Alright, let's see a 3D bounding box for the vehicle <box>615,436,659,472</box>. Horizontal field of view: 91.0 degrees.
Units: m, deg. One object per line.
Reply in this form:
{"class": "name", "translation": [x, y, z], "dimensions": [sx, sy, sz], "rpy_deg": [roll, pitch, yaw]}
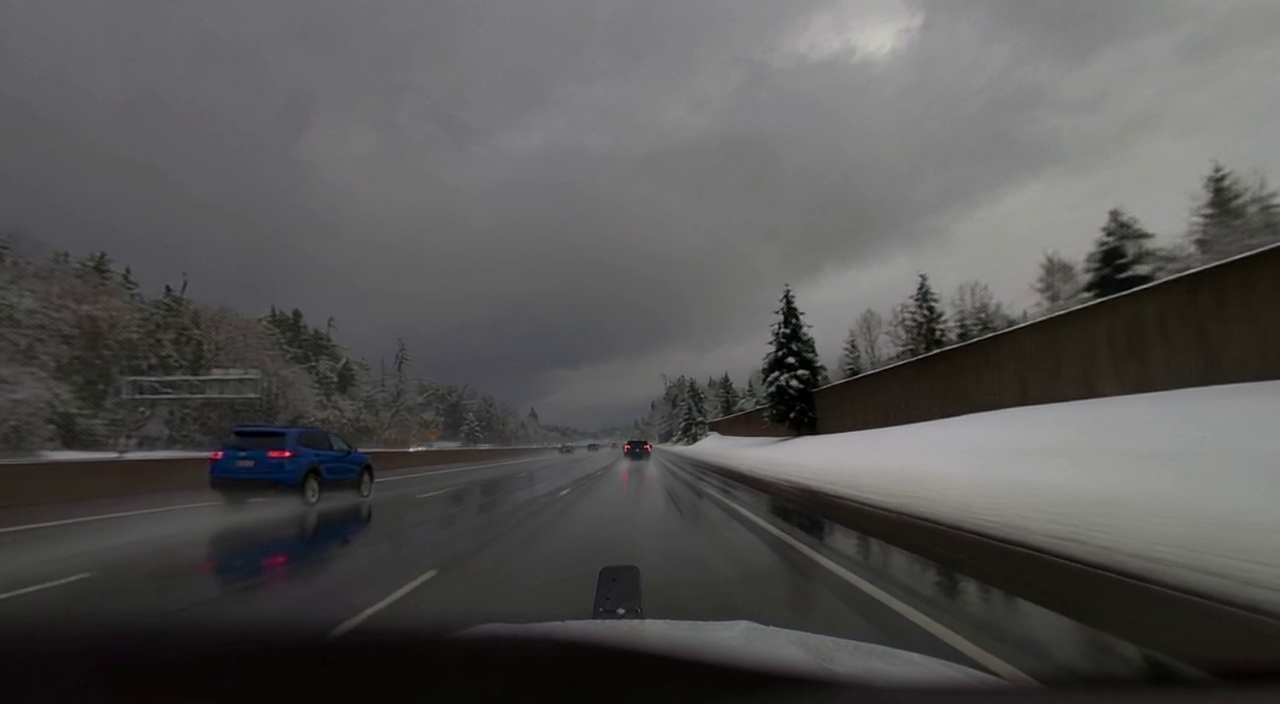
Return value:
{"class": "vehicle", "translation": [-0.114, 5.253, 32.629], "dimensions": [2.141, 1.706, 4.065], "rpy_deg": [0, -9, 1]}

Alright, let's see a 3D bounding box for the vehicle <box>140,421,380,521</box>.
{"class": "vehicle", "translation": [-7.536, 2.393, 13.194], "dimensions": [2.166, 1.705, 4.433], "rpy_deg": [0, -9, 1]}
